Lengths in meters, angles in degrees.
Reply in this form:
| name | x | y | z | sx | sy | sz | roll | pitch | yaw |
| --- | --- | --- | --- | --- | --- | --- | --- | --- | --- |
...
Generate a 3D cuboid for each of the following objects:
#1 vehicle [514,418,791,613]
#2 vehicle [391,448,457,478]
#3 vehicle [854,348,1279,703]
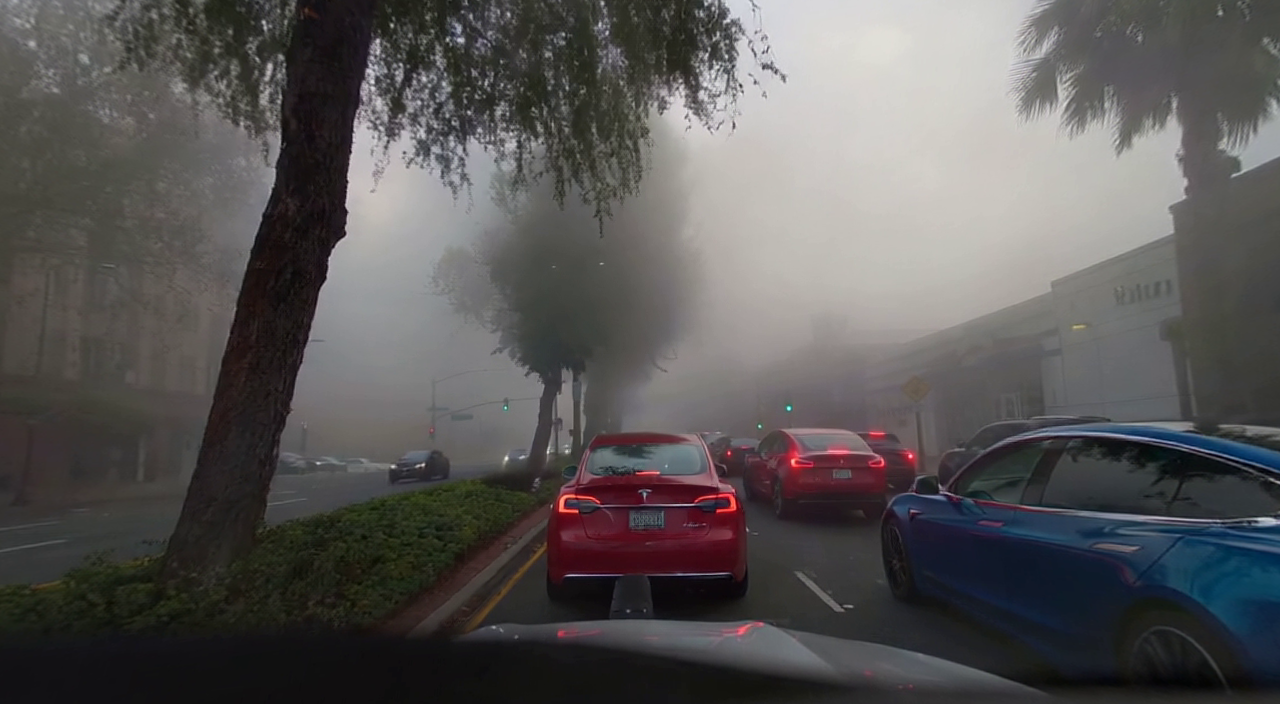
| name | x | y | z | sx | sy | sz | roll | pitch | yaw |
| --- | --- | --- | --- | --- | --- | --- | --- | --- | --- |
| vehicle | 0.105 | 1.558 | 6.916 | 2.137 | 1.488 | 3.938 | 0 | -8 | 0 |
| vehicle | -11.588 | 5.988 | 34.191 | 1.892 | 1.479 | 4.355 | -1 | -8 | 2 |
| vehicle | 3.183 | 1.098 | 4.046 | 2.038 | 1.651 | 4.455 | 0 | -8 | 0 |
